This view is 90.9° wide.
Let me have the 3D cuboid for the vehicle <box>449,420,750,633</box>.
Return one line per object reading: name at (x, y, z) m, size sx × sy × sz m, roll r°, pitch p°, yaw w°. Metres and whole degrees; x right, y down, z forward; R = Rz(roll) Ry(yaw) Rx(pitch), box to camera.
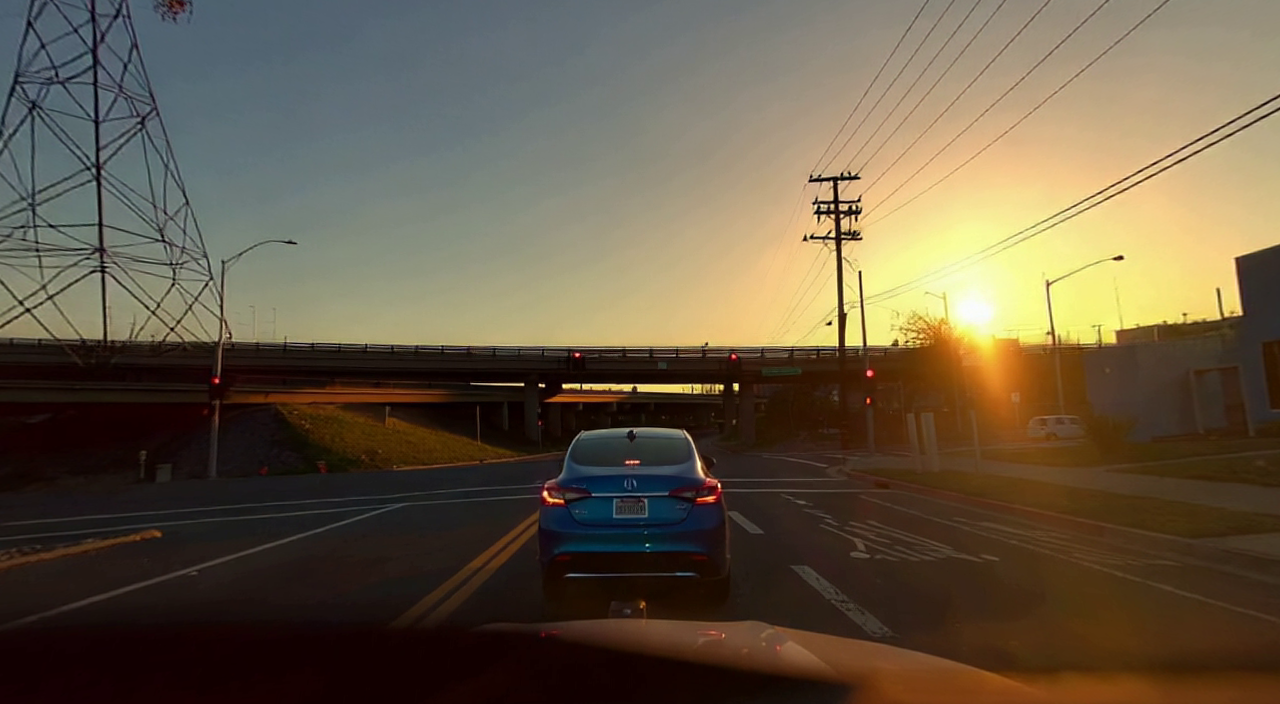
vehicle at (-0.248, 1.525, 6.471) m, size 2.090 × 1.458 × 4.033 m, roll -1°, pitch -9°, yaw 1°
